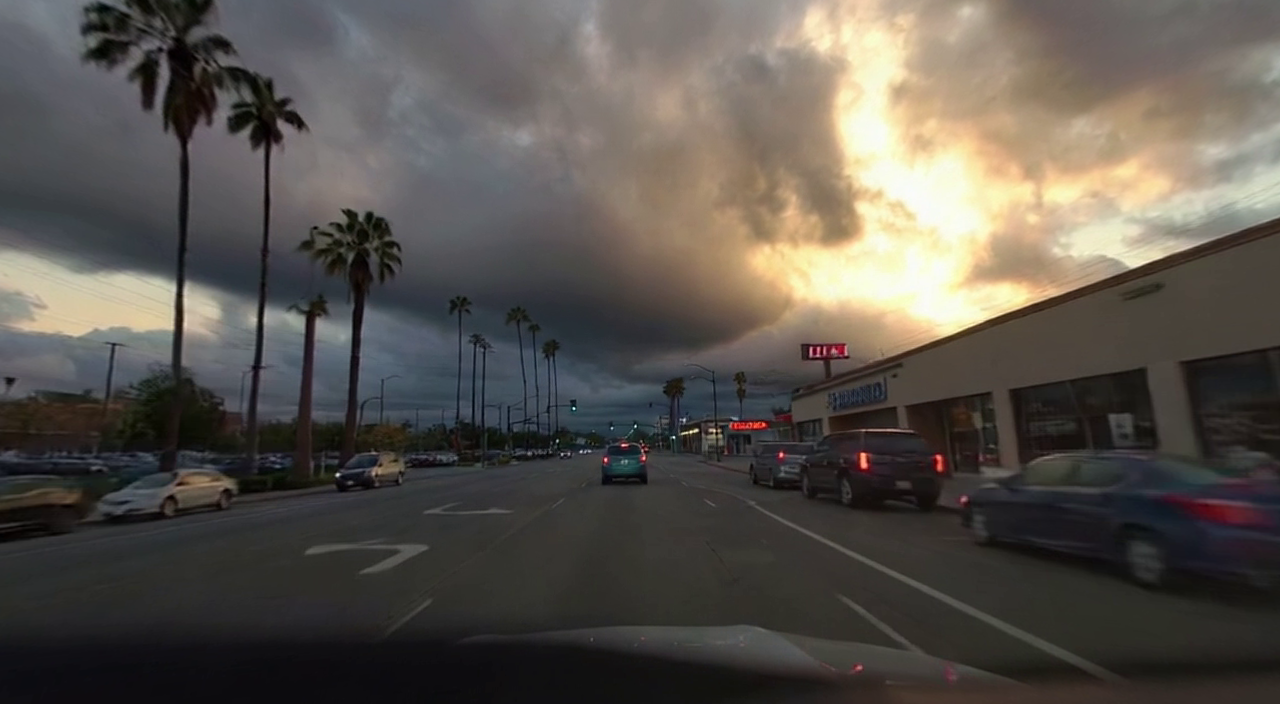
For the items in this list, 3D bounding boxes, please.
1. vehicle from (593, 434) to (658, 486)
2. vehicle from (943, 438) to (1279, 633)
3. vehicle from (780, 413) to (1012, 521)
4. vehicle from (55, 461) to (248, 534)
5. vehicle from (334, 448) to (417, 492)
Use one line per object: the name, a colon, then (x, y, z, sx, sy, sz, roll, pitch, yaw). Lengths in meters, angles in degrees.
vehicle: (-0.528, 4.074, 24.051, 2.239, 1.763, 4.096, 0, -8, 0)
vehicle: (5.588, 1.722, 7.130, 1.805, 1.429, 4.911, 0, -8, -1)
vehicle: (5.419, 2.582, 14.764, 2.568, 1.974, 6.203, 0, -8, -3)
vehicle: (-13.400, 3.958, 17.733, 1.914, 1.489, 4.523, -5, -8, -1)
vehicle: (-13.547, 6.019, 32.590, 2.296, 1.847, 4.856, -4, -8, -1)
